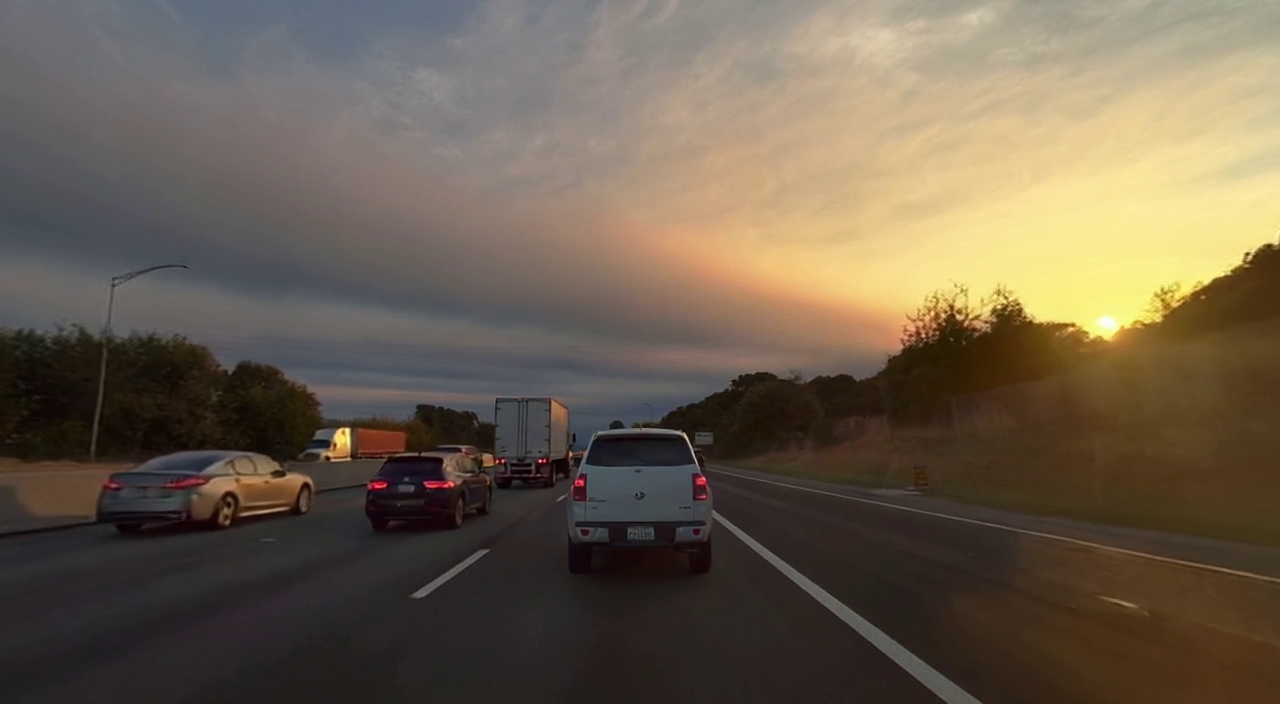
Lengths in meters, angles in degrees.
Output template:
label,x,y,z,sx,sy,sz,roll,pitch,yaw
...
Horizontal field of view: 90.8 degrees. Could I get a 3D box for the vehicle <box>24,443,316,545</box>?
label,x,y,z,sx,sy,sz,roll,pitch,yaw
vehicle,-8.137,2.457,11.665,1.874,1.470,4.576,0,-9,0

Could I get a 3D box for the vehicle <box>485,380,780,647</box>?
label,x,y,z,sx,sy,sz,roll,pitch,yaw
vehicle,-0.083,1.356,6.073,1.995,1.798,3.380,0,-9,-1

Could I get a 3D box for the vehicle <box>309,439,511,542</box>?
label,x,y,z,sx,sy,sz,roll,pitch,yaw
vehicle,-3.904,2.421,11.703,1.986,1.501,4.407,-1,-9,1
